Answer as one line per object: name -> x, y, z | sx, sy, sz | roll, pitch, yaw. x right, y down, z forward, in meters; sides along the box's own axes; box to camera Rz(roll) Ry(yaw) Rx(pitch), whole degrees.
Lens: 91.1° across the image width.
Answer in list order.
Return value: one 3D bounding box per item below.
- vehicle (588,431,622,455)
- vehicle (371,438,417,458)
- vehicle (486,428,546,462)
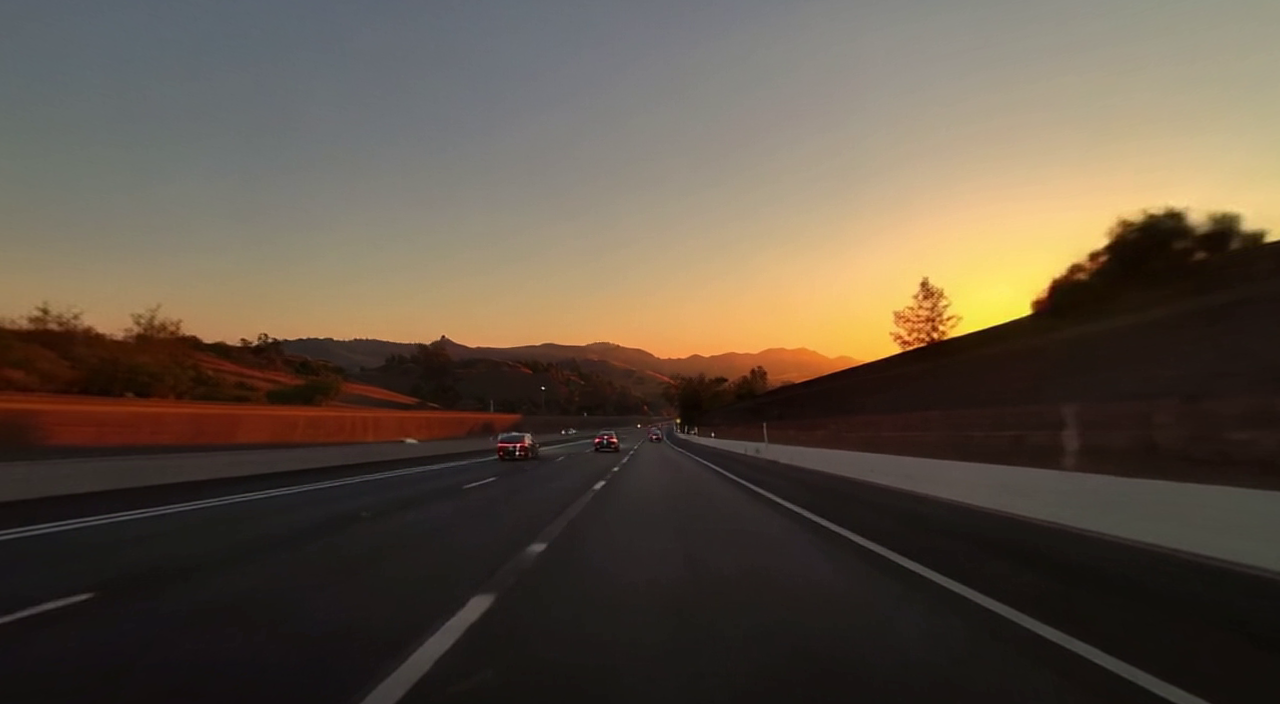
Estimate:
vehicle -> -2.352, 6.283, 43.616 | 2.064, 1.571, 4.225 | 0, -8, 1
vehicle -> -18.928, 7.397, 48.532 | 1.898, 1.466, 3.956 | 0, -7, 0
vehicle -> -6.288, 4.774, 32.379 | 2.113, 1.632, 4.409 | 0, -8, 1
